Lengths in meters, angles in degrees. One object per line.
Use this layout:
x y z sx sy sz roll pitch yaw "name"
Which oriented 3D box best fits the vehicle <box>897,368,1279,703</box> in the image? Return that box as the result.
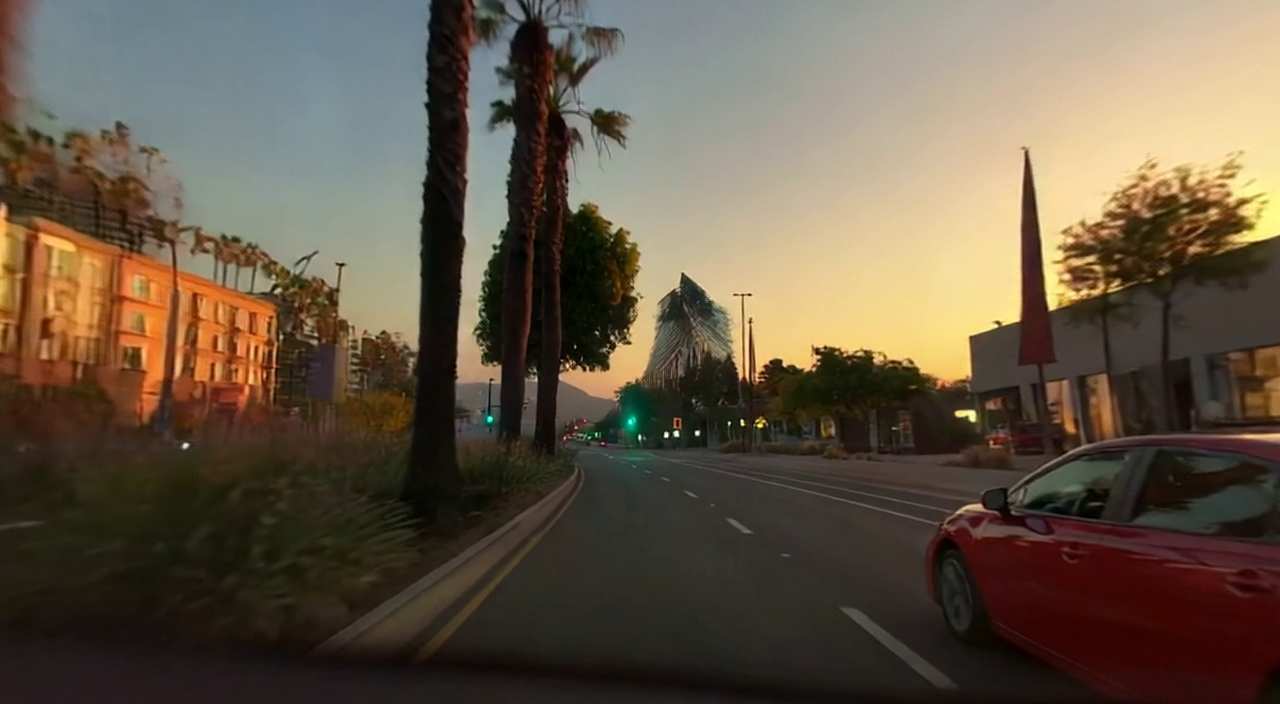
3.127 0.965 3.050 1.867 1.554 4.301 0 -8 -1 "vehicle"
